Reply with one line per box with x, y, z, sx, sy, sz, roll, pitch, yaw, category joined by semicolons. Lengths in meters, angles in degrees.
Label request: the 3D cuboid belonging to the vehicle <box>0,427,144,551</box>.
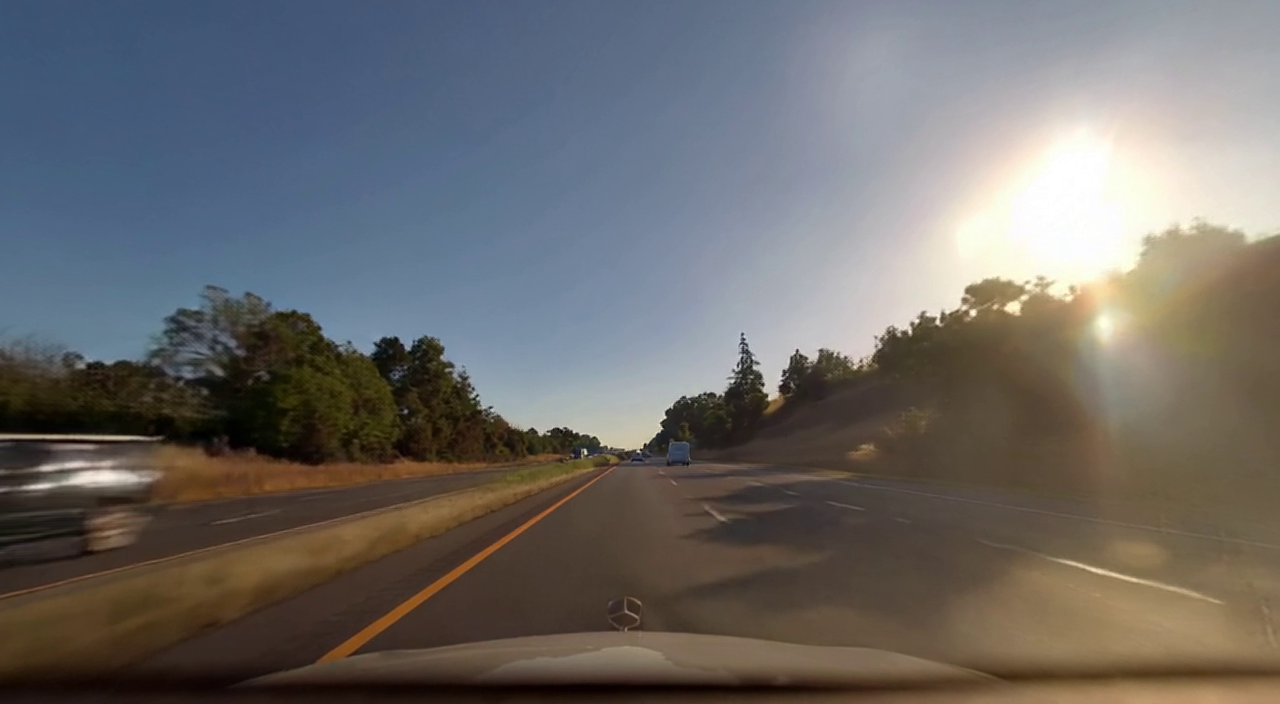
-9.765;1.859;8.548;2.173;1.668;4.848;0;-9;-1;vehicle
